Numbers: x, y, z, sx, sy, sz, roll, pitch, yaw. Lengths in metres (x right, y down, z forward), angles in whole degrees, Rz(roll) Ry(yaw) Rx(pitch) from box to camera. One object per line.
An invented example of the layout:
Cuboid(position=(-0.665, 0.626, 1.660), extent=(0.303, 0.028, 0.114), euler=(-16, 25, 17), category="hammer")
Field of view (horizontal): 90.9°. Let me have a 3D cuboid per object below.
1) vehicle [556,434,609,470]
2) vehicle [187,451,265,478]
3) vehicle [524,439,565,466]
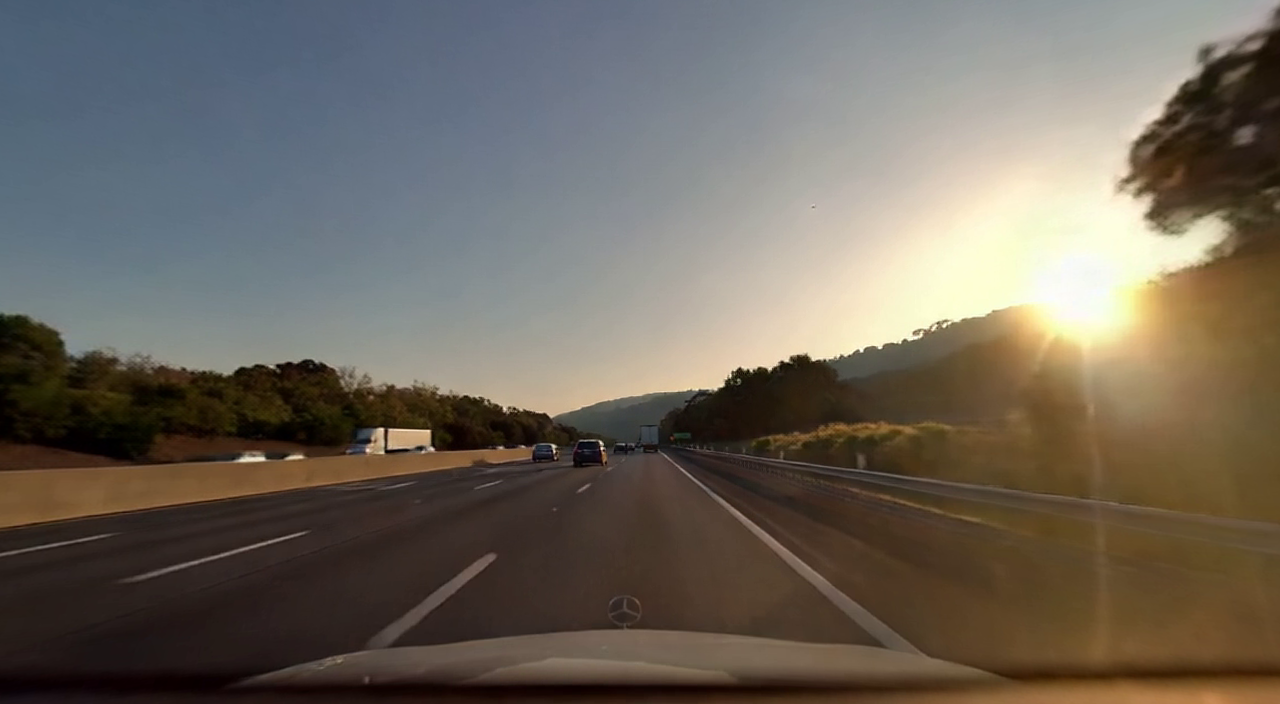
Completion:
Cuboid(position=(-3.009, 5.397, 34.186), extent=(2.283, 1.802, 4.810), euler=(0, -8, 2), category="vehicle")
Cuboid(position=(-28.512, 7.704, 43.628), extent=(1.958, 1.678, 4.924), euler=(0, -8, 1), category="vehicle")
Cuboid(position=(-6.368, 6.788, 42.631), extent=(2.062, 1.691, 4.278), euler=(0, -8, 1), category="vehicle")
